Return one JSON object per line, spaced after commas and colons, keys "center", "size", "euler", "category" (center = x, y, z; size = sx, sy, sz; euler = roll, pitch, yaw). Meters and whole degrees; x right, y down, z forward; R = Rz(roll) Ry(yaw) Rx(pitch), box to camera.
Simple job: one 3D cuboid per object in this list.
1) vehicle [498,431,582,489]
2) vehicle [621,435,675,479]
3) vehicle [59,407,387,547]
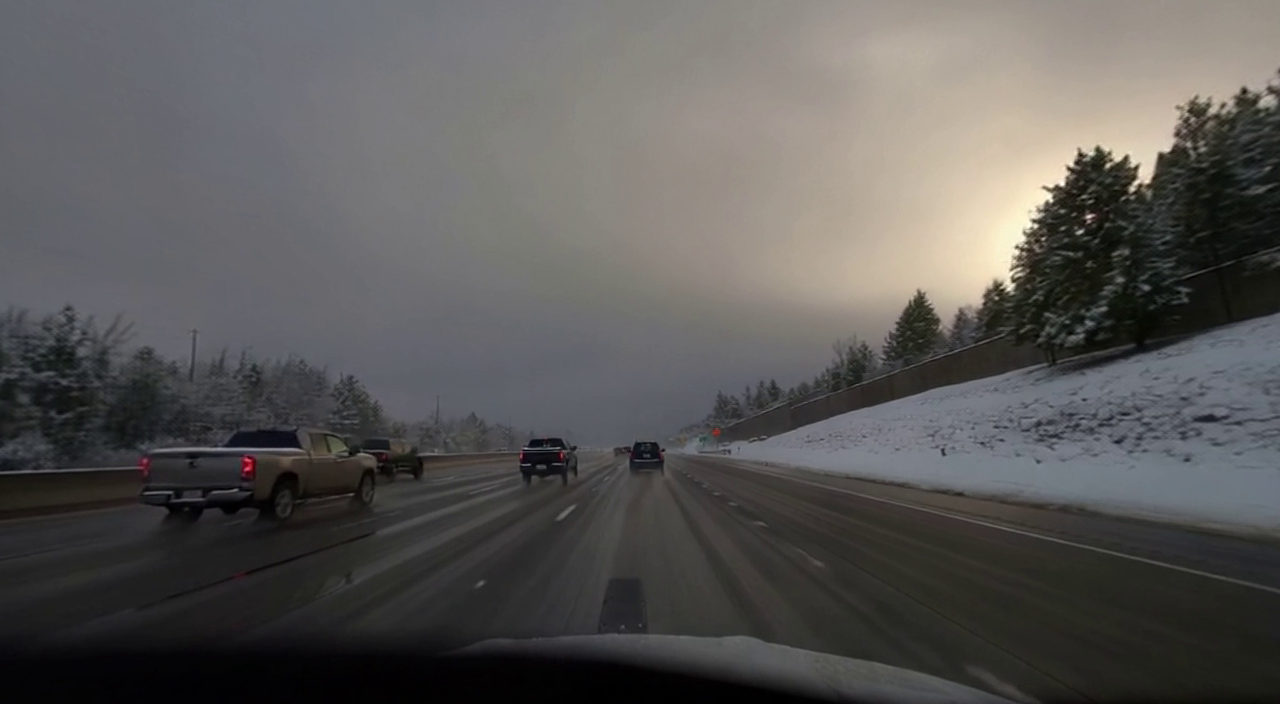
{"center": [-3.346, 3.734, 22.128], "size": [2.093, 1.820, 4.506], "euler": [0, -9, 1], "category": "vehicle"}
{"center": [0.332, 4.674, 28.414], "size": [2.233, 1.804, 4.273], "euler": [0, -9, 0], "category": "vehicle"}
{"center": [-6.663, 2.068, 11.133], "size": [2.108, 1.856, 5.214], "euler": [0, -9, 1], "category": "vehicle"}
